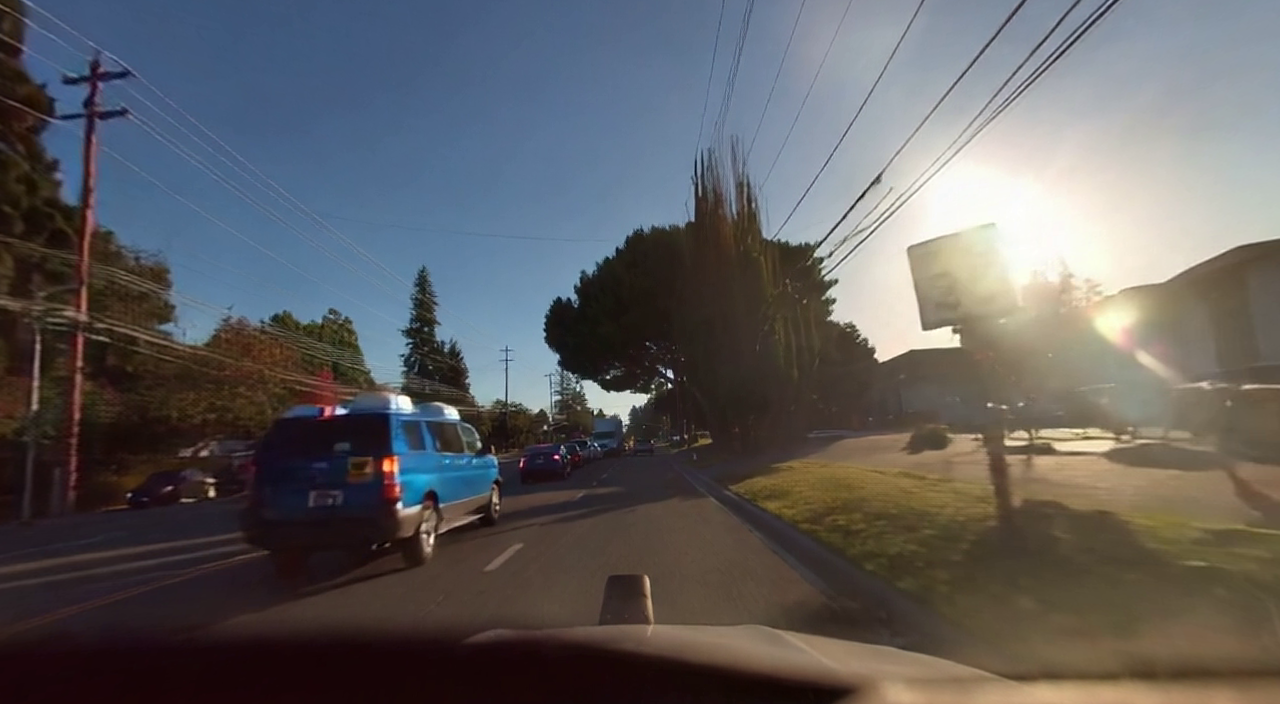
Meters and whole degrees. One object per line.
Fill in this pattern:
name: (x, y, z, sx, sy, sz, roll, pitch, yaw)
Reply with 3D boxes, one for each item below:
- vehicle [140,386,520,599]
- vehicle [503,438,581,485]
vehicle: (-3.149, 1.583, 8.026, 2.180, 1.818, 5.117, 0, -8, 1)
vehicle: (-3.323, 3.802, 22.209, 1.998, 1.466, 4.124, 0, -8, 1)
